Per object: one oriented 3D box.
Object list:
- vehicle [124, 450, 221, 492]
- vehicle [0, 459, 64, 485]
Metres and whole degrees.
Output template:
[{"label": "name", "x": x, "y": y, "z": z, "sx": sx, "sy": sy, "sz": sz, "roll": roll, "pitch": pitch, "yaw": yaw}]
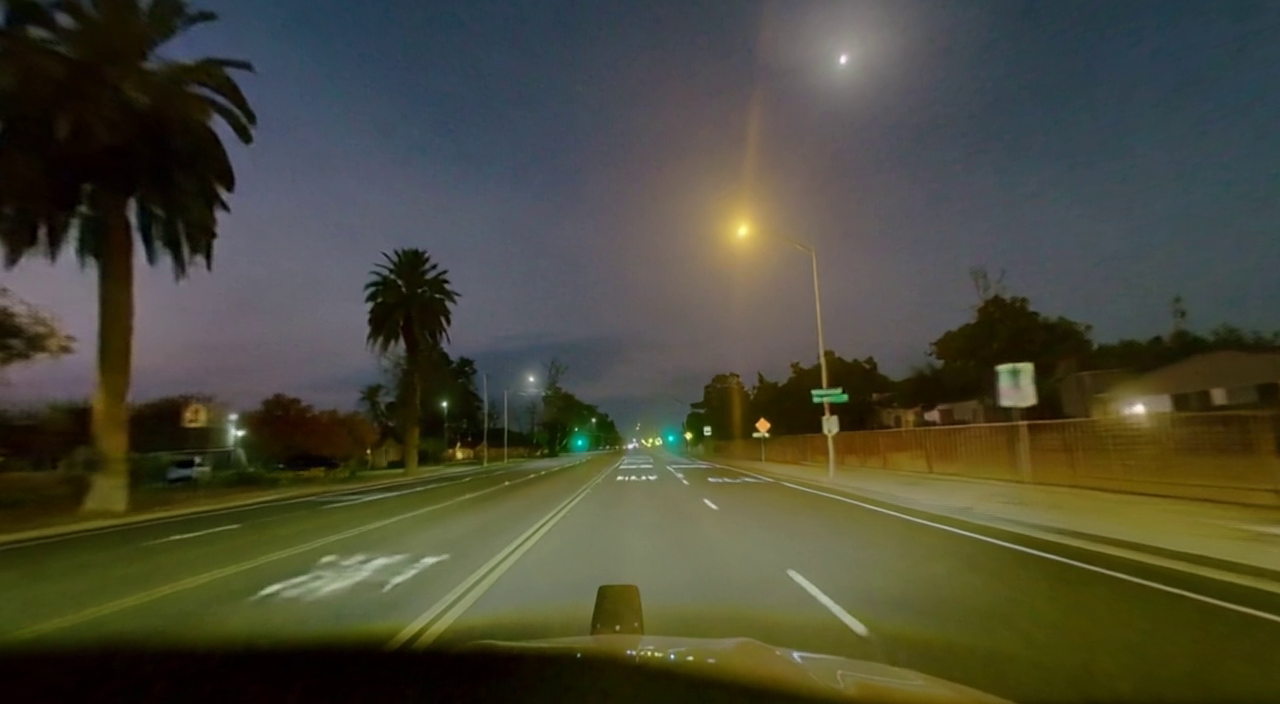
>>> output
[{"label": "vehicle", "x": -25.793, "y": 6.544, "z": 34.794, "sx": 5.622, "sy": 1.769, "sz": 2.331, "roll": -9, "pitch": -7, "yaw": 31}, {"label": "vehicle", "x": -39.739, "y": 7.553, "z": 39.880, "sx": 4.368, "sy": 1.527, "sz": 2.276, "roll": 5, "pitch": -9, "yaw": -26}]
